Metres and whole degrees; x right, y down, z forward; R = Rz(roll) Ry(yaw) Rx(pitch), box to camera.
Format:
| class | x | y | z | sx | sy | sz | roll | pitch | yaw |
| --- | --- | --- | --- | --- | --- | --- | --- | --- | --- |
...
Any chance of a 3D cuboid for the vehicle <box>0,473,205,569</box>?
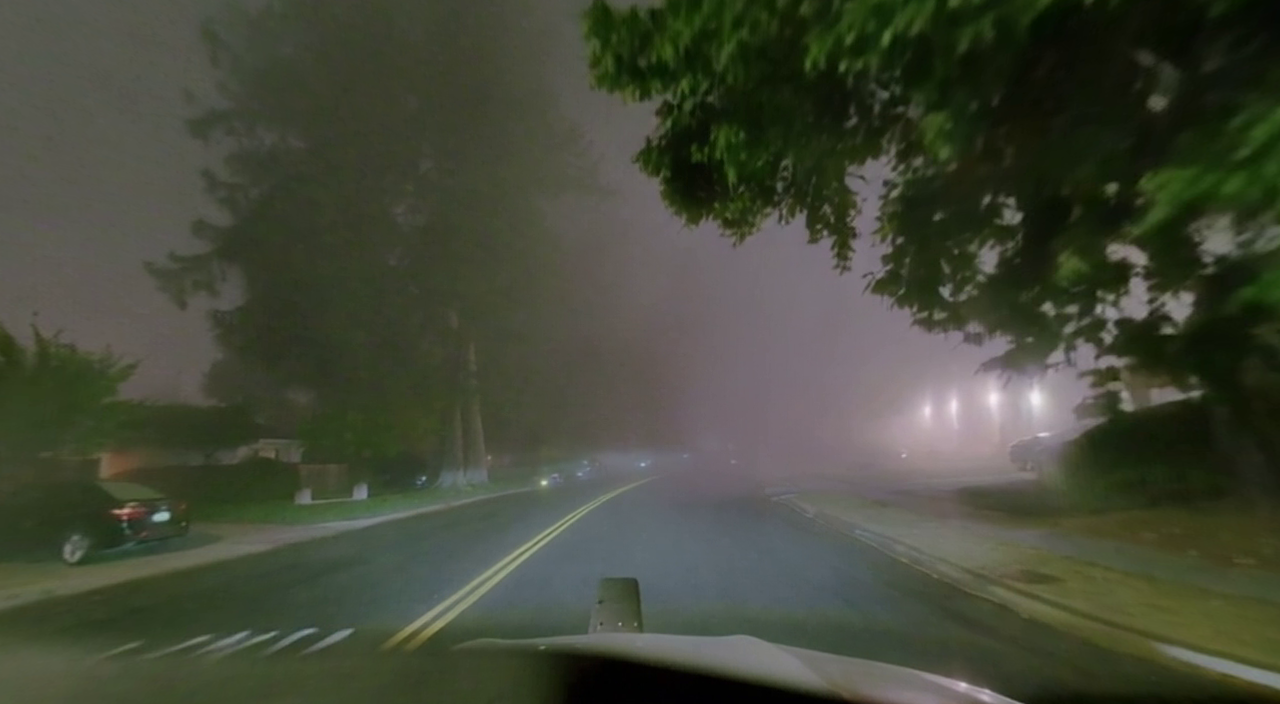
| class | x | y | z | sx | sy | sz | roll | pitch | yaw |
| --- | --- | --- | --- | --- | --- | --- | --- | --- | --- |
| vehicle | -10.582 | 3.026 | 11.680 | 3.947 | 1.442 | 1.858 | -3 | -9 | 12 |

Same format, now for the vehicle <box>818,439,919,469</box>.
| class | x | y | z | sx | sy | sz | roll | pitch | yaw |
| --- | --- | --- | --- | --- | --- | --- | --- | --- | --- |
| vehicle | 12.309 | 5.512 | 34.260 | 4.744 | 1.507 | 1.953 | -1 | -8 | 4 |

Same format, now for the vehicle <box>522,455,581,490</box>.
| class | x | y | z | sx | sy | sz | roll | pitch | yaw |
| --- | --- | --- | --- | --- | --- | --- | --- | --- | --- |
| vehicle | -4.394 | 6.162 | 32.017 | 1.886 | 1.494 | 4.149 | -2 | -14 | 7 |

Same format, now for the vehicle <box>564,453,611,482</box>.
| class | x | y | z | sx | sy | sz | roll | pitch | yaw |
| --- | --- | --- | --- | --- | --- | --- | --- | --- | --- |
| vehicle | -3.185 | 7.216 | 39.163 | 1.972 | 1.536 | 4.347 | -2 | -14 | 8 |
